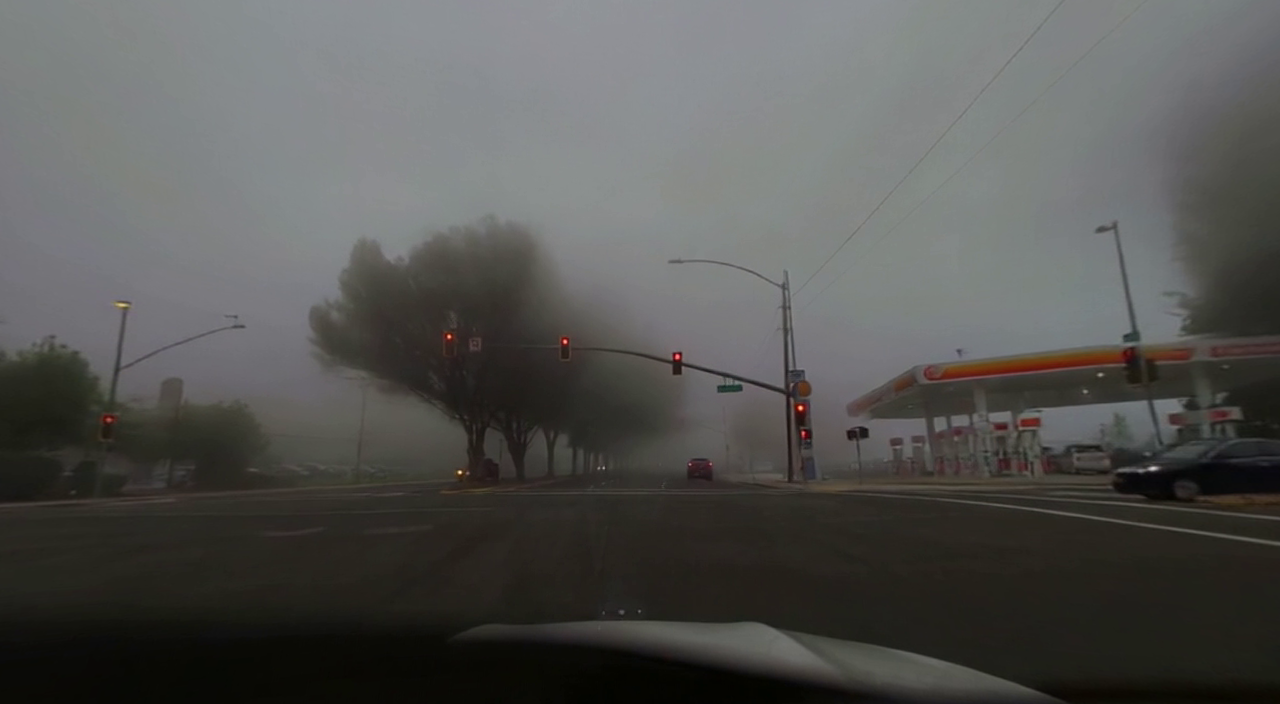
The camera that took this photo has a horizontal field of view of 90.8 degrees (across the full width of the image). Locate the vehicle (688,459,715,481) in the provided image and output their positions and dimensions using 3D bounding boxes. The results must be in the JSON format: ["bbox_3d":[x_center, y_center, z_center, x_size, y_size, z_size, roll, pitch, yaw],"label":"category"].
[{"bbox_3d":[4.639,8.936,48.103,1.908,1.492,3.977,-1,-9,3],"label":"vehicle"}]

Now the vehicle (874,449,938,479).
[{"bbox_3d":[17.813,7.451,42.177,4.601,1.766,2.015,7,-14,-42],"label":"vehicle"}]

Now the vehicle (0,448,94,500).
[{"bbox_3d":[-33.218,6.349,33.158,6.708,2.544,2.452,0,-9,1],"label":"vehicle"}]

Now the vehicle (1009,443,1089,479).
[{"bbox_3d":[23.332,6.160,35.954,4.920,1.864,2.027,6,-11,-36],"label":"vehicle"}]

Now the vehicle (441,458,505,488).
[{"bbox_3d":[-9.112,6.632,34.904,2.023,1.498,4.605,-1,-9,3],"label":"vehicle"}]

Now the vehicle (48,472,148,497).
[{"bbox_3d":[-32.876,8.048,38.393,4.239,1.401,2.038,0,-9,2],"label":"vehicle"}]

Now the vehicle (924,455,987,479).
[{"bbox_3d":[20.126,7.322,40.237,4.553,1.371,2.019,9,-15,-42],"label":"vehicle"}]

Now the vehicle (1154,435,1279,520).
[{"bbox_3d":[13.264,2.391,12.329,4.605,1.497,2.061,0,-9,1],"label":"vehicle"}]

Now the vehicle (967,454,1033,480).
[{"bbox_3d":[21.948,6.945,38.433,4.329,1.461,1.873,7,-11,-38],"label":"vehicle"}]

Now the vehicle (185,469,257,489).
[{"bbox_3d":[-32.596,9.871,49.196,4.233,1.434,1.961,-1,-9,4],"label":"vehicle"}]
